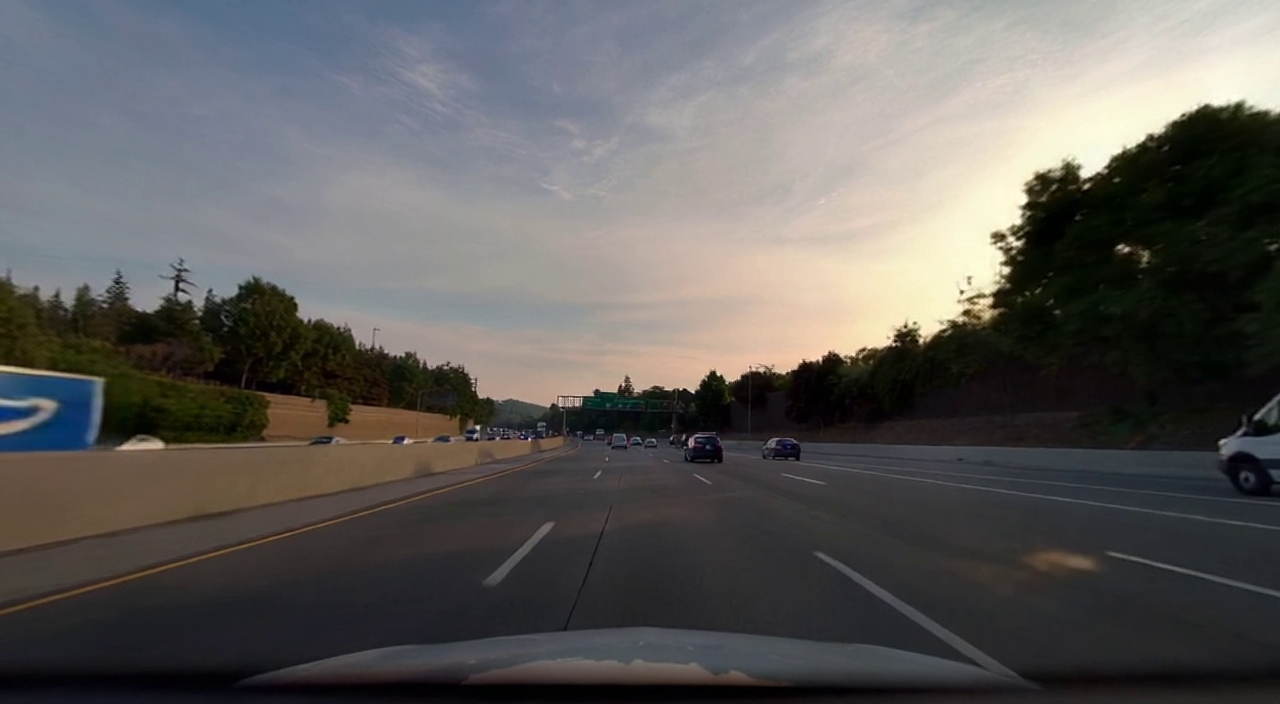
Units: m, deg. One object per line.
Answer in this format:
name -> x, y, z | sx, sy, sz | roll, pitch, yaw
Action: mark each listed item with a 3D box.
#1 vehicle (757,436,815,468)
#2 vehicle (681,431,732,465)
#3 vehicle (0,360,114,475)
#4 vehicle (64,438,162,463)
vehicle -> 7.387, 5.100, 32.299 | 1.798, 1.473, 4.077 | 0, -8, -2
vehicle -> 3.549, 5.245, 34.494 | 2.141, 1.732, 4.279 | 0, -8, -3
vehicle -> -25.059, 1.897, 19.755 | 2.972, 4.191, 16.717 | 0, -8, 0
vehicle -> -32.907, 6.150, 39.561 | 1.859, 1.457, 4.724 | -1, -8, 4
